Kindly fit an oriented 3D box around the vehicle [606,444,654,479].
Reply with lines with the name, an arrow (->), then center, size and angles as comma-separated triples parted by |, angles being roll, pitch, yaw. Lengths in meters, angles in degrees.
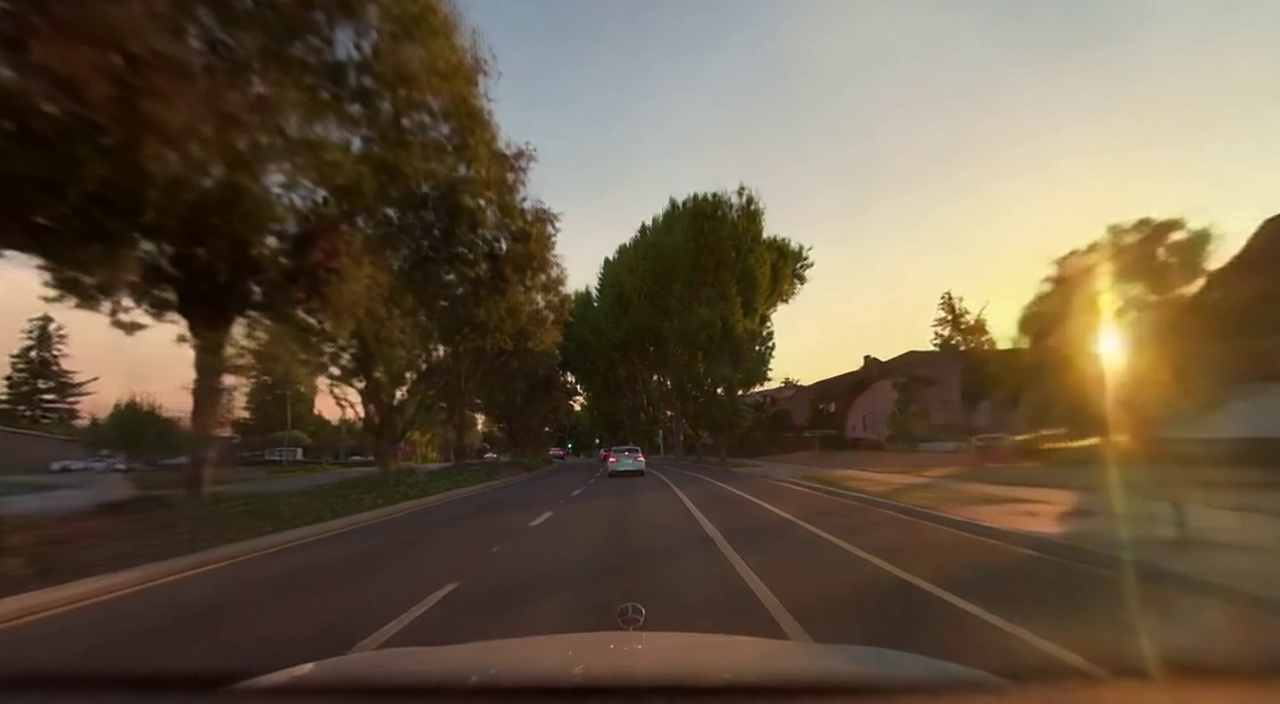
vehicle -> -0.519, 4.935, 28.767 | 2.009, 1.456, 4.003 | 0, -8, -3
